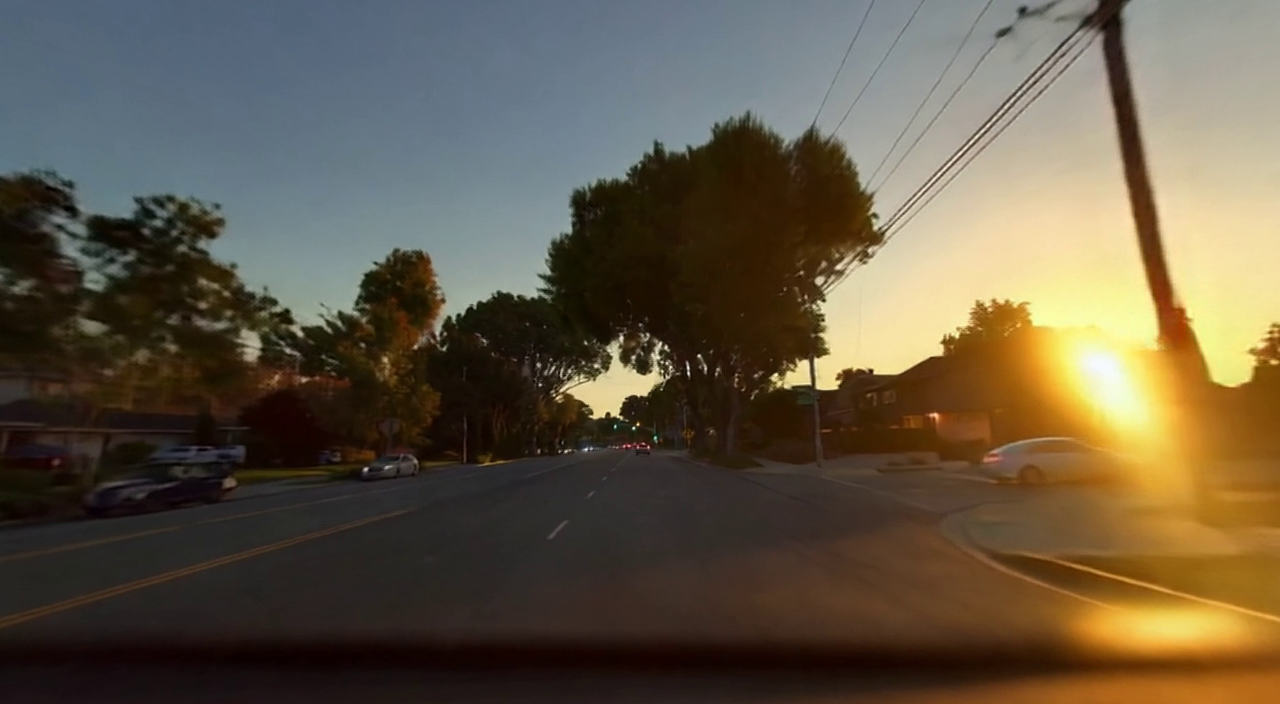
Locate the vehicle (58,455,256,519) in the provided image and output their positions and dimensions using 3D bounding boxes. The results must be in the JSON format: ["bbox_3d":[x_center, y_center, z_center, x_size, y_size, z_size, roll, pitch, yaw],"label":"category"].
[{"bbox_3d":[-13.672,3.802,18.349,1.901,1.481,4.636,0,-8,3],"label":"vehicle"}]

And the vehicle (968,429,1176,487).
[{"bbox_3d":[11.832,2.891,17.439,4.644,1.471,1.843,2,-8,-10],"label":"vehicle"}]

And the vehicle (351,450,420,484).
[{"bbox_3d":[-13.811,6.240,34.573,1.941,1.501,4.432,-3,-7,0],"label":"vehicle"}]
